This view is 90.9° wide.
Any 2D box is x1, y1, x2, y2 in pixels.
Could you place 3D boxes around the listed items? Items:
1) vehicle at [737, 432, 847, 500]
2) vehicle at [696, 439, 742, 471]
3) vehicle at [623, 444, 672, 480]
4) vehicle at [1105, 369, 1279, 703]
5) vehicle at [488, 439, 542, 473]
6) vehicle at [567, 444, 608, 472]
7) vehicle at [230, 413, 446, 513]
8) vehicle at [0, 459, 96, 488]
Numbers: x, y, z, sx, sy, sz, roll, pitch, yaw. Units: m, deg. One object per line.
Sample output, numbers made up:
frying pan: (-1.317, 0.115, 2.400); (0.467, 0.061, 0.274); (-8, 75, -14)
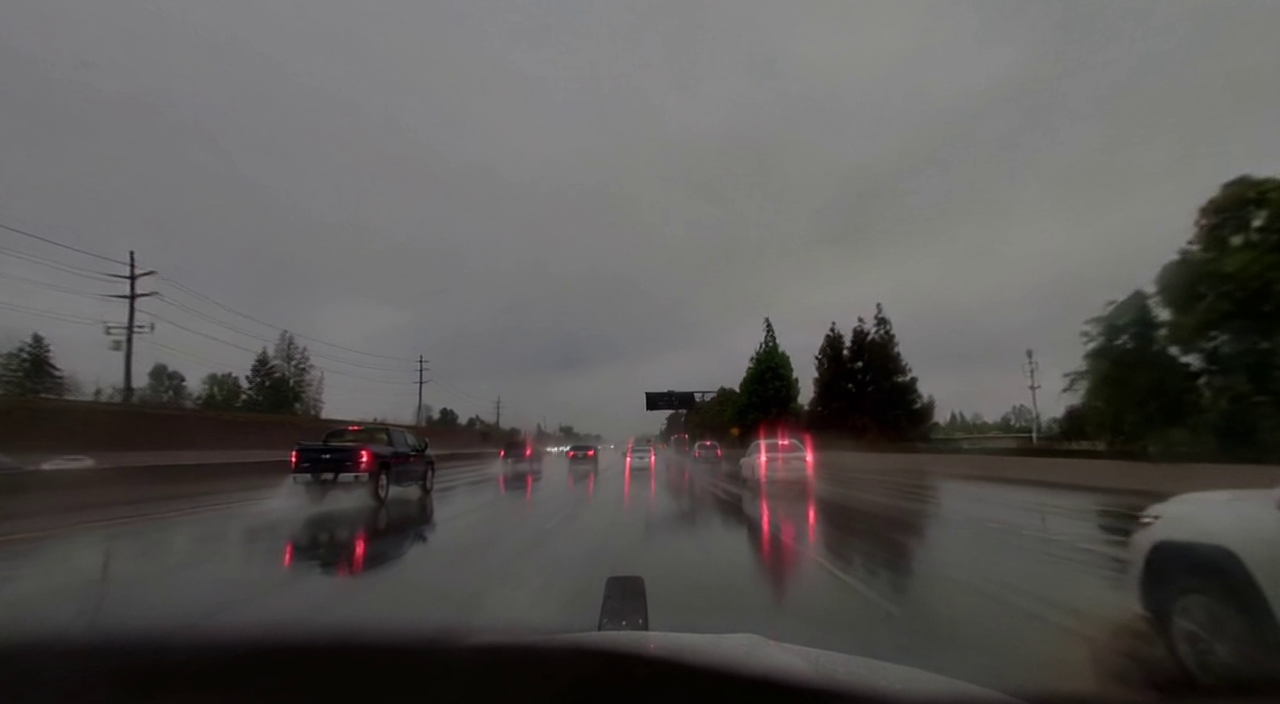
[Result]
vehicle: (4.131, 3.169, 17.930); (2.002, 1.691, 4.290); (0, -9, 0)
vehicle: (4.623, 6.099, 37.563); (2.195, 1.778, 4.455); (0, -9, 1)
vehicle: (0.316, 4.714, 27.296); (1.966, 1.444, 3.986); (0, -9, 0)
vehicle: (3.615, 0.682, 1.299); (2.051, 1.595, 4.301); (0, -9, 1)
vehicle: (-6.655, 5.583, 34.005); (1.978, 1.680, 4.263); (0, -9, 1)
vehicle: (-2.950, 6.019, 36.103); (1.904, 1.479, 4.274); (0, -9, 1)
vehicle: (-6.838, 2.618, 15.355); (2.269, 1.936, 5.777); (0, -9, 2)
vehicle: (-34.237, 6.996, 36.586); (1.703, 1.479, 3.957); (0, -9, 1)
